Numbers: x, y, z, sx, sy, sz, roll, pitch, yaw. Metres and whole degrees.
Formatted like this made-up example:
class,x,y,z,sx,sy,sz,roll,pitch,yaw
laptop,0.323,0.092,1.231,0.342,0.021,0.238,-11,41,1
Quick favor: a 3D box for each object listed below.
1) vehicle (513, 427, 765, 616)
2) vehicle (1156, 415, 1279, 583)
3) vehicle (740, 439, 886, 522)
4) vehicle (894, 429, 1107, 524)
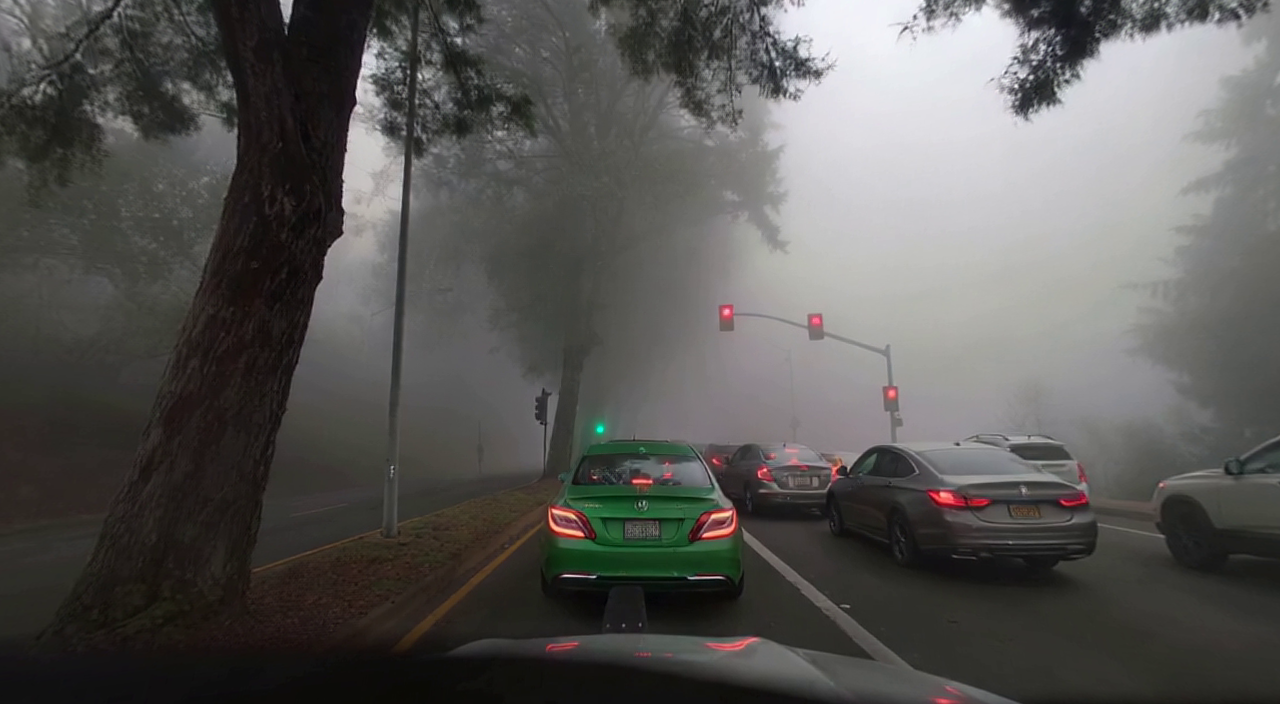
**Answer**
class,x,y,z,sx,sy,sz,roll,pitch,yaw
vehicle,0.014,1.677,7.092,2.015,1.502,3.898,0,-9,1
vehicle,6.941,1.333,5.585,1.783,1.572,3.421,0,-9,1
vehicle,3.531,2.713,13.822,1.934,1.494,4.446,0,-9,0
vehicle,7.023,2.463,12.911,1.923,1.611,4.094,0,-9,0
